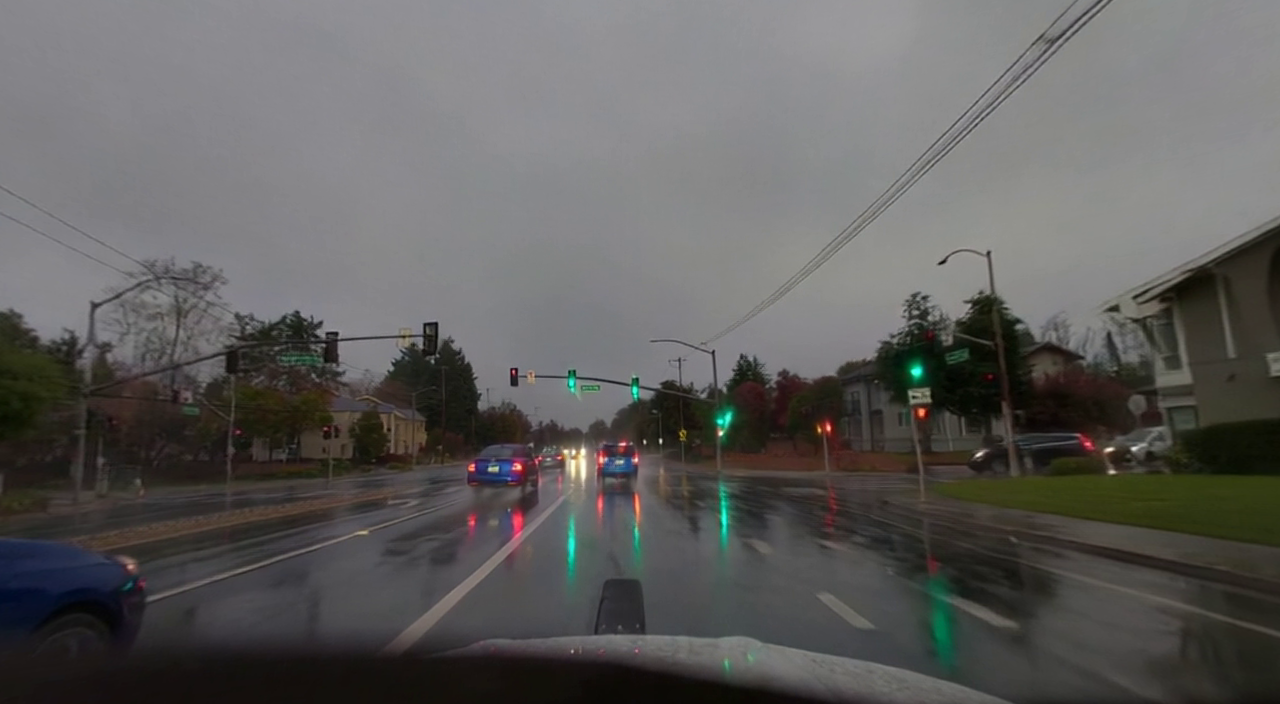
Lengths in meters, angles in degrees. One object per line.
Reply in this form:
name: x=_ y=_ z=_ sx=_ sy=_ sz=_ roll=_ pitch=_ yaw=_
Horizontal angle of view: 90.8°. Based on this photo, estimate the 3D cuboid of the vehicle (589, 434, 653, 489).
vehicle: x=-0.734 y=4.043 z=23.602 sx=2.155 sy=1.836 sz=4.250 roll=0 pitch=-8 yaw=-2

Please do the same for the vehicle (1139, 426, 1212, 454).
vehicle: x=34.829 y=5.755 z=41.218 sx=1.901 sy=1.712 sz=3.920 roll=-2 pitch=-9 yaw=13

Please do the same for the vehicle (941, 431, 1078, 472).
vehicle: x=19.215 y=5.208 z=33.156 sx=5.652 sy=1.990 sz=2.190 roll=-2 pitch=-9 yaw=11

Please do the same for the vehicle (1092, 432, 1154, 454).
vehicle: x=31.859 y=6.036 z=41.806 sx=1.754 sy=1.414 sz=3.590 roll=-2 pitch=-9 yaw=11

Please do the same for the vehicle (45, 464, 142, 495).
vehicle: x=-34.691 y=8.063 z=40.139 sx=4.533 sy=1.738 sz=2.151 roll=-2 pitch=-9 yaw=11

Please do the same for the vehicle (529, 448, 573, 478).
vehicle: x=-4.606 y=5.782 z=33.273 sx=1.863 sy=1.449 sz=4.153 roll=0 pitch=-8 yaw=-2

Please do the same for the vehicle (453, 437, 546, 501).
vehicle: x=-4.065 y=3.428 z=18.946 sx=1.899 sy=1.685 sz=4.121 roll=0 pitch=-8 yaw=-1
